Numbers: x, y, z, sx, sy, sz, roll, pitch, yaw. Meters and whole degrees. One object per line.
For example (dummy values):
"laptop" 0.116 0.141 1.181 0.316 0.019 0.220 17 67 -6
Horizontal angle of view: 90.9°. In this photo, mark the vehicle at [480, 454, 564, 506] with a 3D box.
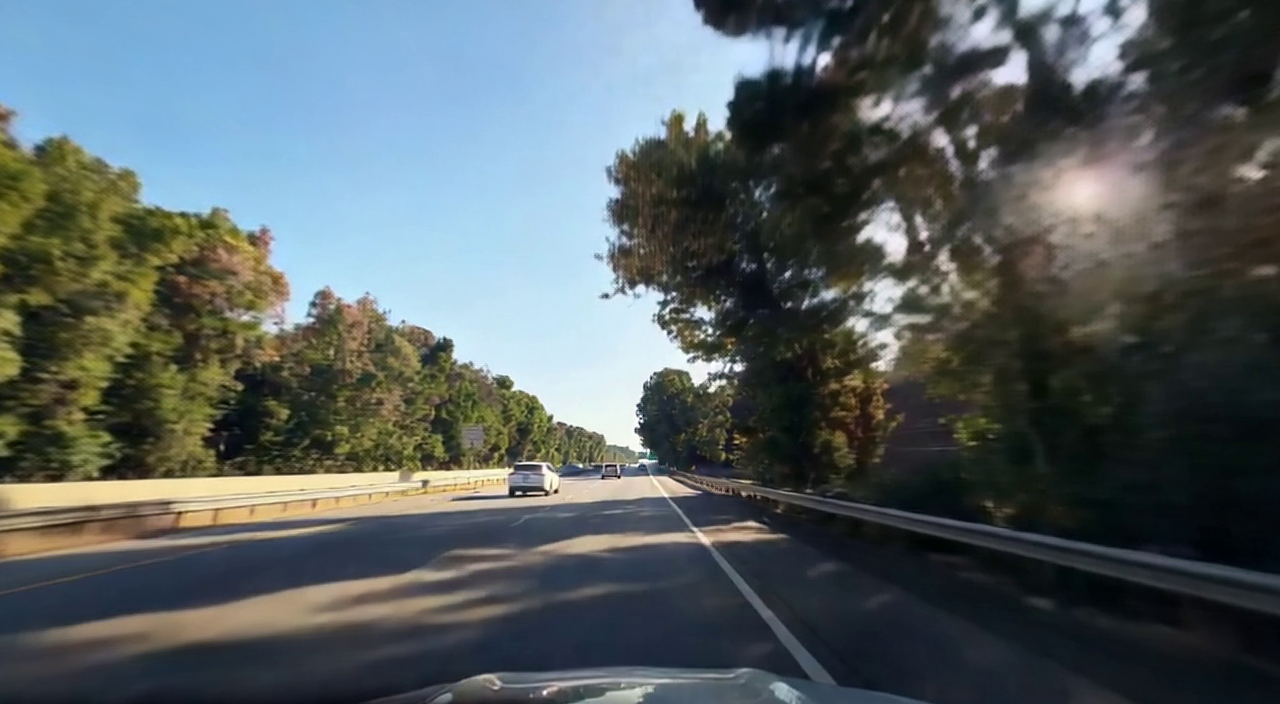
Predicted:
"vehicle" -4.053 4.517 22.439 2.042 1.629 4.276 1 -10 1
